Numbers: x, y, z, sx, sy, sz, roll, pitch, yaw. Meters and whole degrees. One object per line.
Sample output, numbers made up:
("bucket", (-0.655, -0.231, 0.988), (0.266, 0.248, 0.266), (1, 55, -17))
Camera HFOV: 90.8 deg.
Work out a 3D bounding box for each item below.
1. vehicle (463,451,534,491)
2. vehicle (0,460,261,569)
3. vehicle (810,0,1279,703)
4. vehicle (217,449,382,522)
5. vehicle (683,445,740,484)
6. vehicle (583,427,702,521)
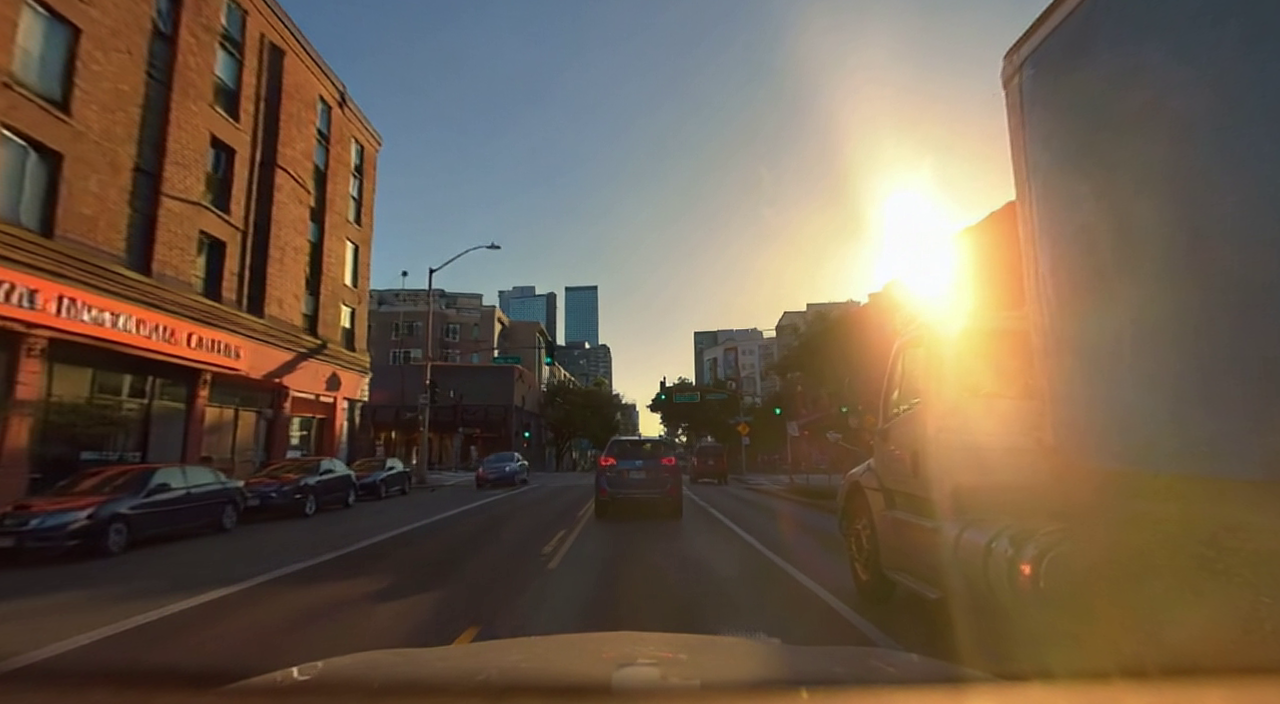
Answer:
("vehicle", (-5.937, 5.017, 27.033), (1.947, 1.462, 4.640), (0, -8, 0))
("vehicle", (-8.800, 2.648, 11.034), (1.805, 1.379, 4.359), (0, -8, -2))
("vehicle", (3.289, -0.178, 1.630), (2.913, 3.771, 9.716), (0, -8, 0))
("vehicle", (-8.940, 3.488, 17.146), (2.084, 1.686, 4.422), (0, -8, -1))
("vehicle", (3.326, 5.349, 30.316), (2.159, 1.696, 4.316), (0, -8, -1))
("vehicle", (0.102, 2.710, 14.593), (2.283, 1.783, 4.548), (-1, -8, 1))
